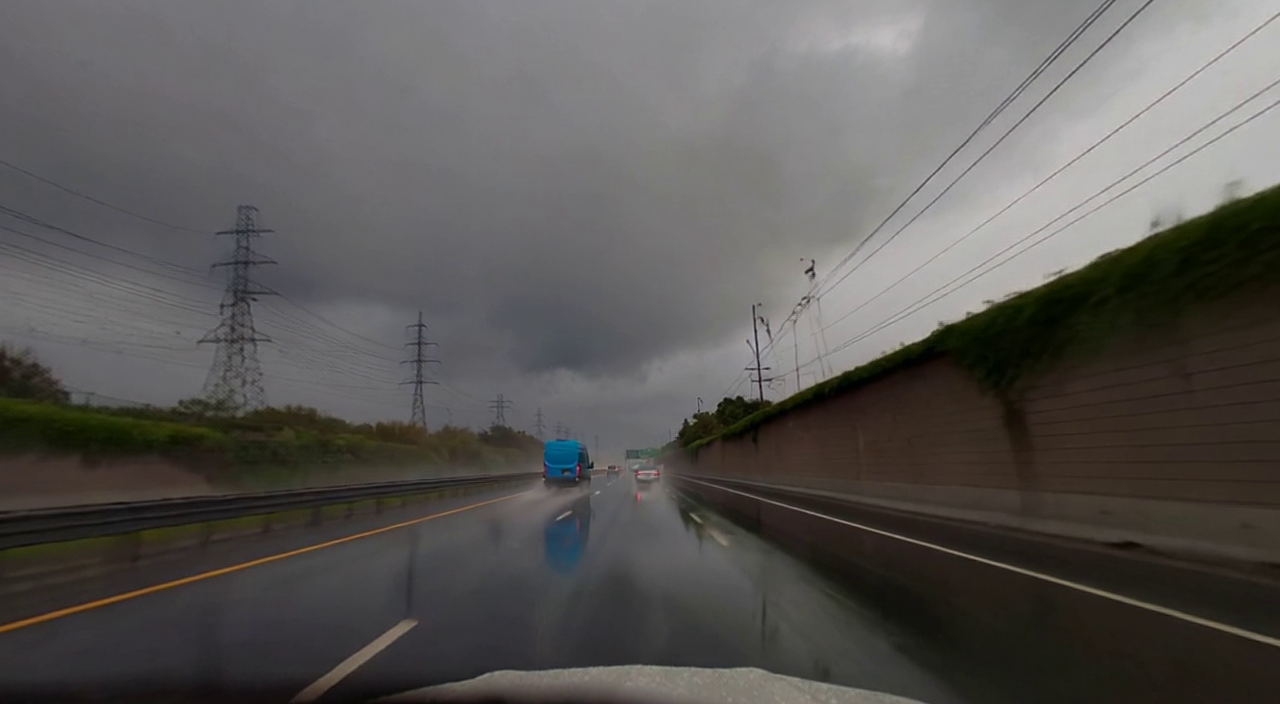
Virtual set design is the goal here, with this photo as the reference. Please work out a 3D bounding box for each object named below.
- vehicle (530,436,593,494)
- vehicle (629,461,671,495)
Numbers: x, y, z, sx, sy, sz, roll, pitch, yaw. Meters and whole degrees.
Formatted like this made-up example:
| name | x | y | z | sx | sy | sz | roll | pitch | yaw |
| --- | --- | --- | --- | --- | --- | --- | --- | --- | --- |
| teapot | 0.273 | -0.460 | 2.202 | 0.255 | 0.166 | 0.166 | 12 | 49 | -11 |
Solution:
| name | x | y | z | sx | sy | sz | roll | pitch | yaw |
| --- | --- | --- | --- | --- | --- | --- | --- | --- | --- |
| vehicle | -3.878 | 5.871 | 32.571 | 2.394 | 2.609 | 6.875 | 1 | -11 | 0 |
| vehicle | 0.460 | 6.356 | 31.831 | 2.006 | 1.554 | 3.863 | 1 | -10 | 0 |
